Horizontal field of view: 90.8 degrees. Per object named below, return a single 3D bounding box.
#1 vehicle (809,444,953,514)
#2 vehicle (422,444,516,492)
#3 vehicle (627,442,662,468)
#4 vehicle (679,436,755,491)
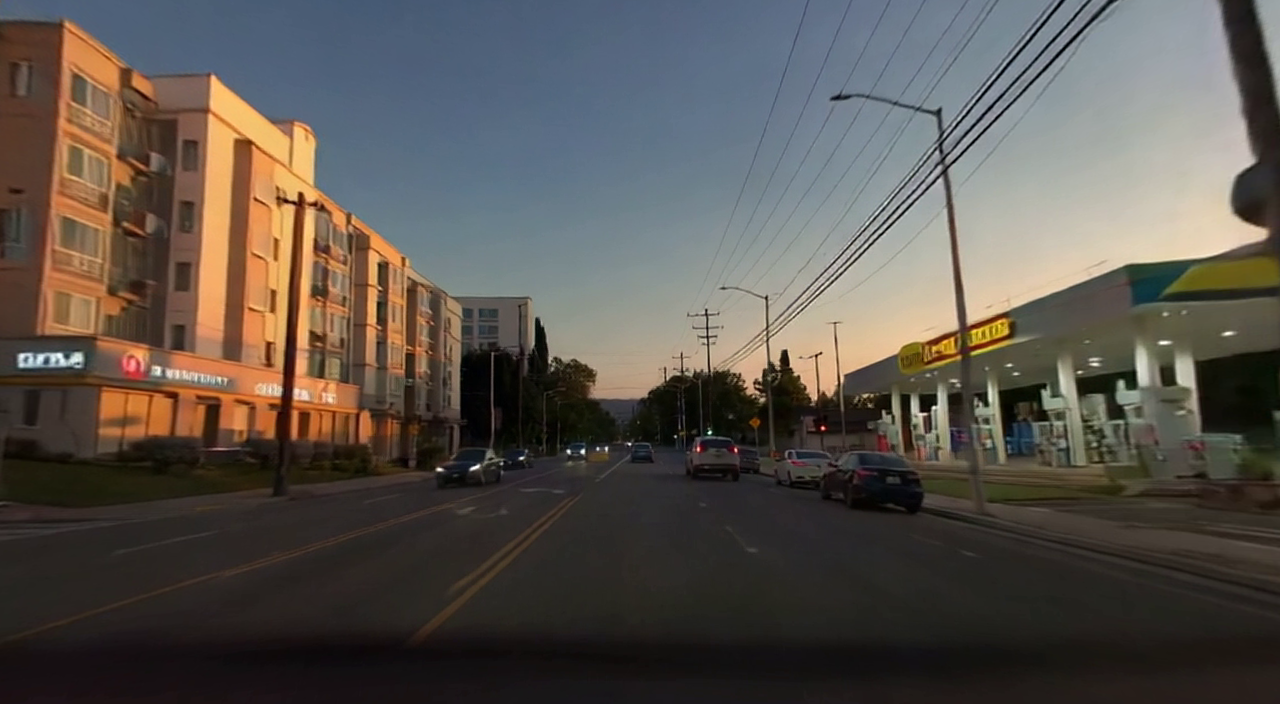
[{"bbox_3d":[5.886,3.112,16.109,1.914,1.513,4.474,0,-8,1],"label":"vehicle"},{"bbox_3d":[-5.832,3.974,22.155,2.033,1.495,4.216,0,-8,1],"label":"vehicle"},{"bbox_3d":[0.310,6.293,38.708,1.999,1.487,3.939,0,-8,1],"label":"vehicle"},{"bbox_3d":[2.491,3.728,21.534,1.945,1.647,4.160,0,-8,-2],"label":"vehicle"}]
